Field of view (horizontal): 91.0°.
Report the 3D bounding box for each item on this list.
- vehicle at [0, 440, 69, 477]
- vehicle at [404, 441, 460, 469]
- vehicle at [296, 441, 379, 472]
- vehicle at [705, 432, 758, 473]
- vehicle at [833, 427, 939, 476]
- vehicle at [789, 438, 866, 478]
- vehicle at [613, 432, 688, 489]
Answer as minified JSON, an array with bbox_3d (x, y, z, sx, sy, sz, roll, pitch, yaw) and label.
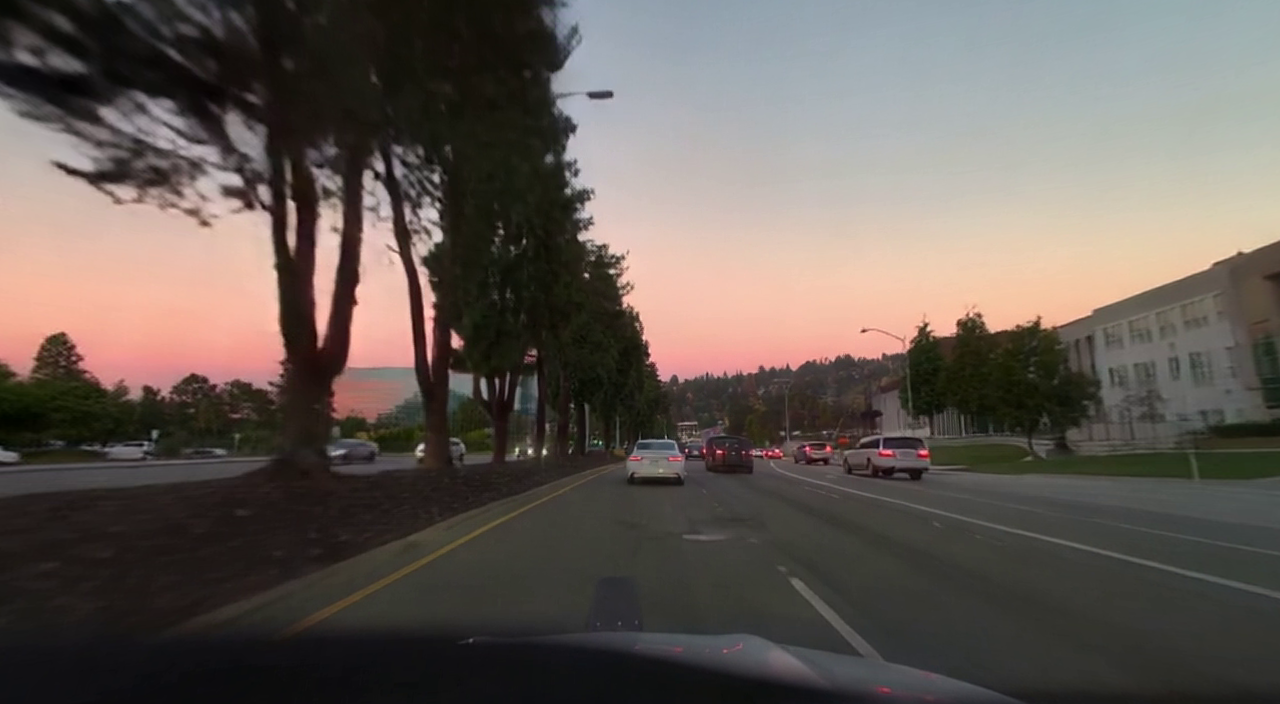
[{"bbox_3d":[-27.487,4.621,27.315,3.405,1.540,1.782,2,-9,-8],"label":"vehicle"},{"bbox_3d":[-12.473,6.173,38.014,1.869,1.549,4.675,1,-8,-1],"label":"vehicle"},{"bbox_3d":[-15.984,5.518,33.561,2.036,1.524,4.590,0,-8,1],"label":"vehicle"},{"bbox_3d":[4.308,4.814,30.233,1.976,1.796,4.159,0,-8,1],"label":"vehicle"},{"bbox_3d":[11.527,4.749,30.256,2.493,2.084,6.892,0,-8,1],"label":"vehicle"},{"bbox_3d":[7.682,4.366,26.205,1.928,1.488,4.361,0,-8,1],"label":"vehicle"},{"bbox_3d":[0.352,3.414,20.189,2.145,1.603,4.369,0,-8,1],"label":"vehicle"}]
